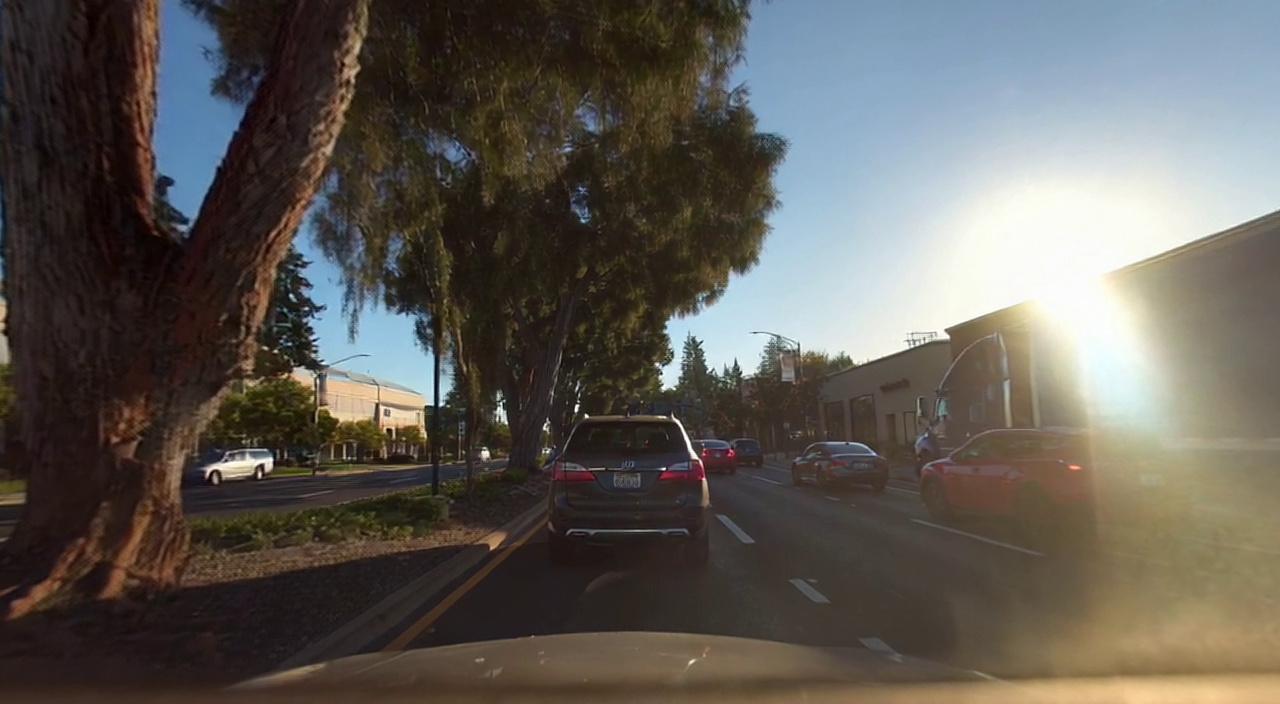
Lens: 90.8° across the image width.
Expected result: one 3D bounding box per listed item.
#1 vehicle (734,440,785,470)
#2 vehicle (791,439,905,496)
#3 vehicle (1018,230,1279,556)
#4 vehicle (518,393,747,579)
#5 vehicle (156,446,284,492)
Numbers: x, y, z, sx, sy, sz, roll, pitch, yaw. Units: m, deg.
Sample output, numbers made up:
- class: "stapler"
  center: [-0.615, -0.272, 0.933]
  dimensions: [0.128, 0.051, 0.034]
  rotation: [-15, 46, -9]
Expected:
- class: "vehicle"
  center: [6.451, 5.605, 34.625]
  dimensions: [1.914, 1.523, 4.287]
  rotation: [0, -9, 0]
- class: "vehicle"
  center: [6.263, 3.514, 19.653]
  dimensions: [2.035, 1.553, 4.465]
  rotation: [0, -9, 0]
- class: "vehicle"
  center: [9.975, 0.068, 5.250]
  dimensions: [2.879, 4.284, 17.334]
  rotation: [0, -9, -1]
- class: "vehicle"
  center: [-0.106, 1.679, 8.609]
  dimensions: [2.320, 1.880, 4.192]
  rotation: [0, -9, -1]
- class: "vehicle"
  center: [-19.235, 5.335, 29.339]
  dimensions: [2.302, 1.939, 5.221]
  rotation: [0, -9, 1]
